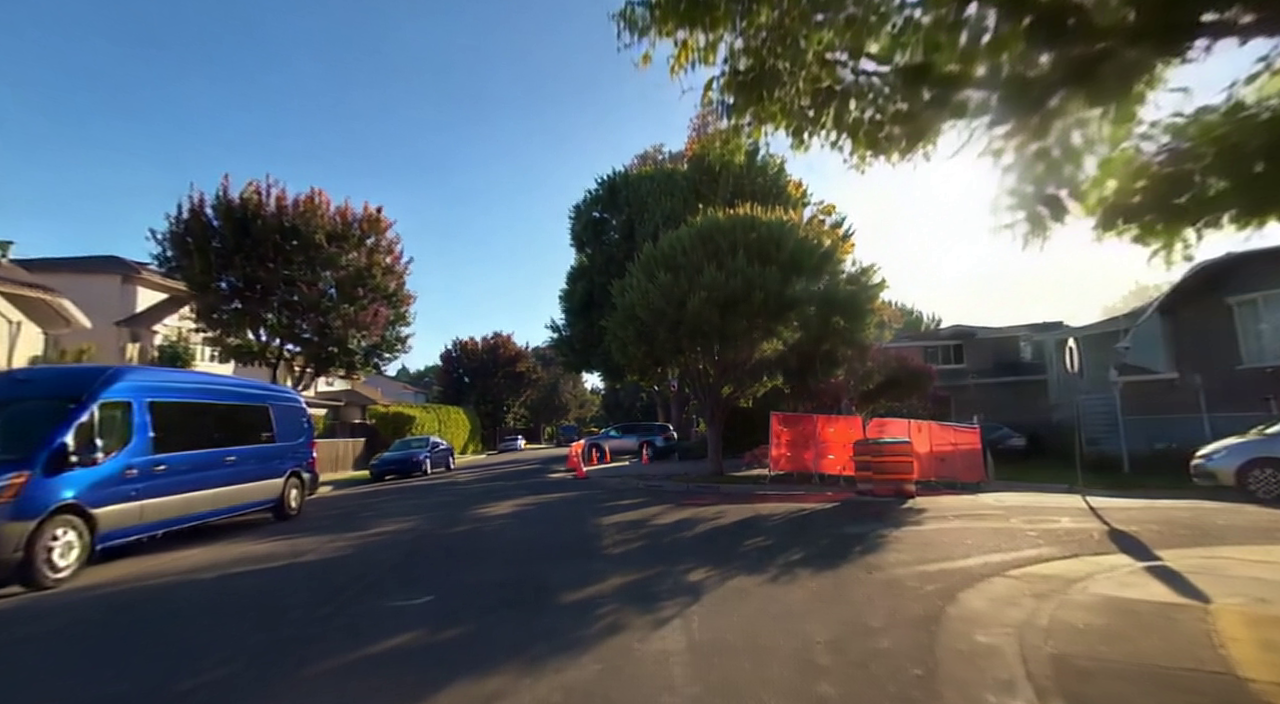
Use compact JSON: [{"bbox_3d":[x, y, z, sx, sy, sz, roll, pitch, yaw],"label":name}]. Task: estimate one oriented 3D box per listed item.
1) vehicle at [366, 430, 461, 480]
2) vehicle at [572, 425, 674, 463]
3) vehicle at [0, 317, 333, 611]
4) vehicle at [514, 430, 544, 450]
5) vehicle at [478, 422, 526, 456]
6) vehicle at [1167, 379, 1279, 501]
[{"bbox_3d":[-7.634,3.493,21.709,1.899,1.524,4.082,0,-8,-2],"label":"vehicle"},{"bbox_3d":[-0.632,3.759,25.917,1.827,1.436,4.070,-8,-11,44],"label":"vehicle"},{"bbox_3d":[-6.868,1.346,8.671,2.284,2.500,7.006,-2,-6,-4],"label":"vehicle"},{"bbox_3d":[-8.672,6.884,49.500,1.765,1.493,4.130,0,-8,-2],"label":"vehicle"},{"bbox_3d":[-8.412,5.322,38.782,2.042,1.937,4.960,0,-8,-2],"label":"vehicle"},{"bbox_3d":[11.887,1.427,10.243,4.624,1.924,2.005,-4,-9,28],"label":"vehicle"}]
